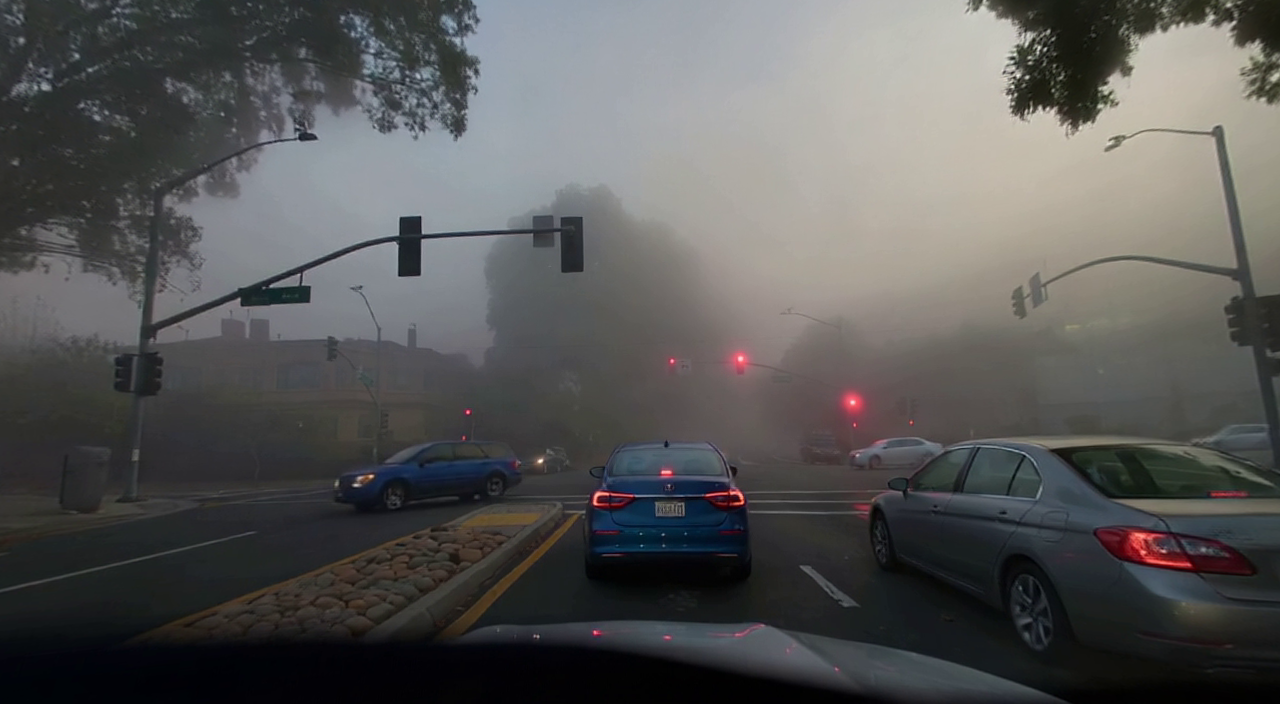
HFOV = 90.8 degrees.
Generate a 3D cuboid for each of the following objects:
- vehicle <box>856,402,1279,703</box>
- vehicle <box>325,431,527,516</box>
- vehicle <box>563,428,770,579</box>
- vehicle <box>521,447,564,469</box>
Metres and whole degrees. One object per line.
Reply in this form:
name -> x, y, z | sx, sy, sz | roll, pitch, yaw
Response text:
vehicle -> 3.654, 1.336, 5.430 | 1.888, 1.486, 4.681 | 0, -9, -1
vehicle -> -5.171, 2.988, 16.109 | 1.988, 1.799, 4.789 | -5, -10, 27
vehicle -> 0.302, 1.821, 8.330 | 2.090, 1.505, 3.756 | -1, -9, 1
vehicle -> -6.924, 7.583, 45.294 | 2.093, 1.476, 4.278 | -1, -9, 4
